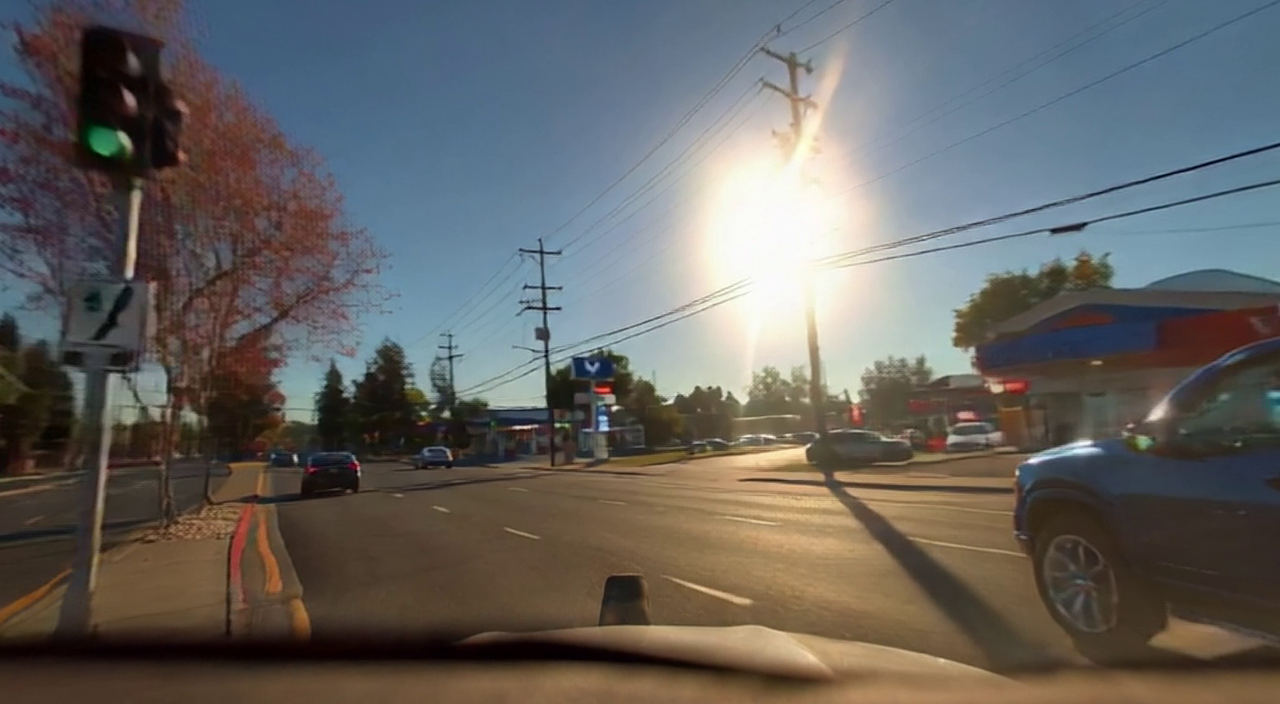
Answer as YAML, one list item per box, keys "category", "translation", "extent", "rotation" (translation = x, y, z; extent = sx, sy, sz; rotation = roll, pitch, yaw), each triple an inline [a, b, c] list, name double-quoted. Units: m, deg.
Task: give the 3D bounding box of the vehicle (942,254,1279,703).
- category: "vehicle"
  translation: [3.257, 0.490, 1.558]
  extent: [2.036, 1.818, 5.192]
  rotation: [0, -8, -6]

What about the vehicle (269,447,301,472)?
- category: "vehicle"
  translation: [-26.491, 7.983, 46.946]
  extent: [1.921, 1.725, 4.498]
  rotation: [4, -9, -30]

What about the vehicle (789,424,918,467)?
- category: "vehicle"
  translation: [8.644, 3.752, 25.574]
  extent: [4.661, 1.480, 1.913]
  rotation: [0, -8, -19]

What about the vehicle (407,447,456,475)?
- category: "vehicle"
  translation: [-12.193, 6.275, 36.699]
  extent: [1.760, 1.481, 4.161]
  rotation: [4, -9, -31]

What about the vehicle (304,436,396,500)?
- category: "vehicle"
  translation: [-9.926, 3.814, 21.338]
  extent: [2.141, 1.842, 4.889]
  rotation: [4, -9, -32]
